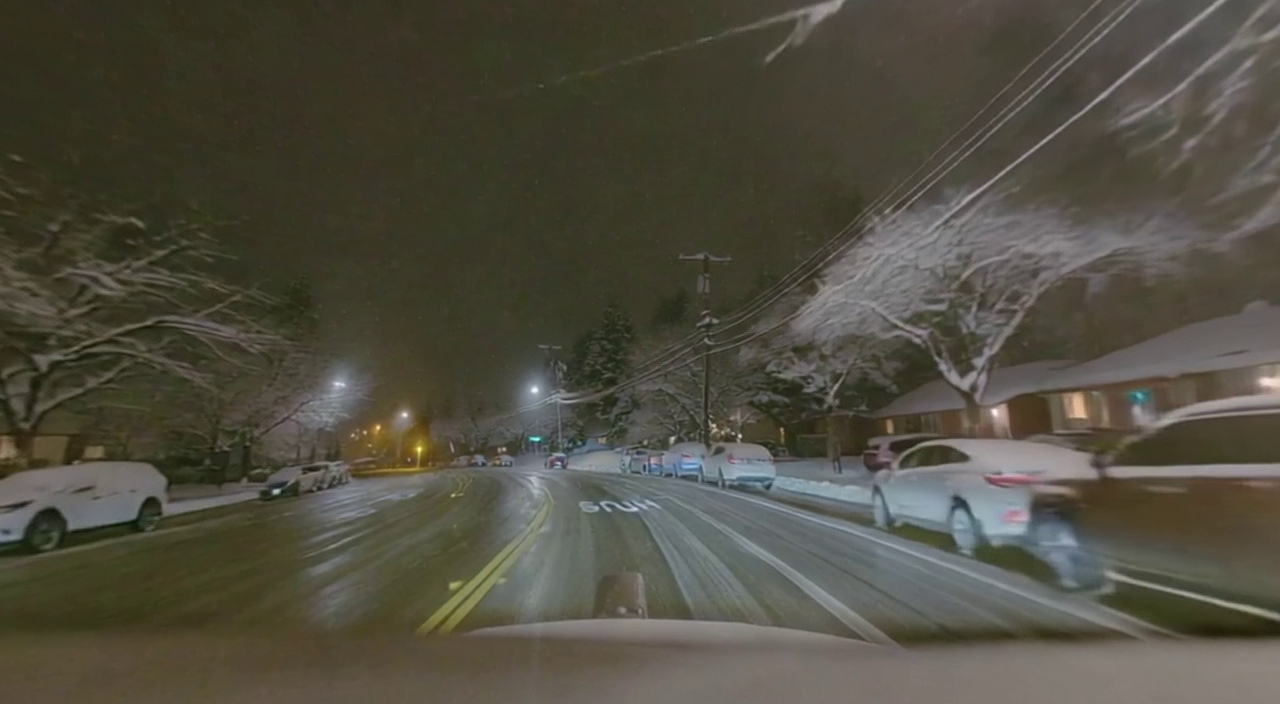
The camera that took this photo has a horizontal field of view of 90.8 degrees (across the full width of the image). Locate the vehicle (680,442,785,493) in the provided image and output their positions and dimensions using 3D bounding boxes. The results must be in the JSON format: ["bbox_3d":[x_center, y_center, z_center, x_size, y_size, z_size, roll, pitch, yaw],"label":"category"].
[{"bbox_3d":[3.167,4.096,22.814,2.367,1.614,4.463,2,-9,-11],"label":"vehicle"}]

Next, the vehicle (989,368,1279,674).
[{"bbox_3d":[4.822,1.062,4.196,2.184,1.770,4.651,0,-9,-2],"label":"vehicle"}]

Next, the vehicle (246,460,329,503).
[{"bbox_3d":[-14.430,5.288,26.164,1.943,1.476,4.714,2,-9,-16],"label":"vehicle"}]

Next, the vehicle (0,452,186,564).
[{"bbox_3d":[-11.818,2.950,12.705,2.107,1.810,4.708,0,-9,-5],"label":"vehicle"}]

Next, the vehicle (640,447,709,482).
[{"bbox_3d":[1.516,5.191,29.457,1.844,1.485,4.193,3,-9,-17],"label":"vehicle"}]
